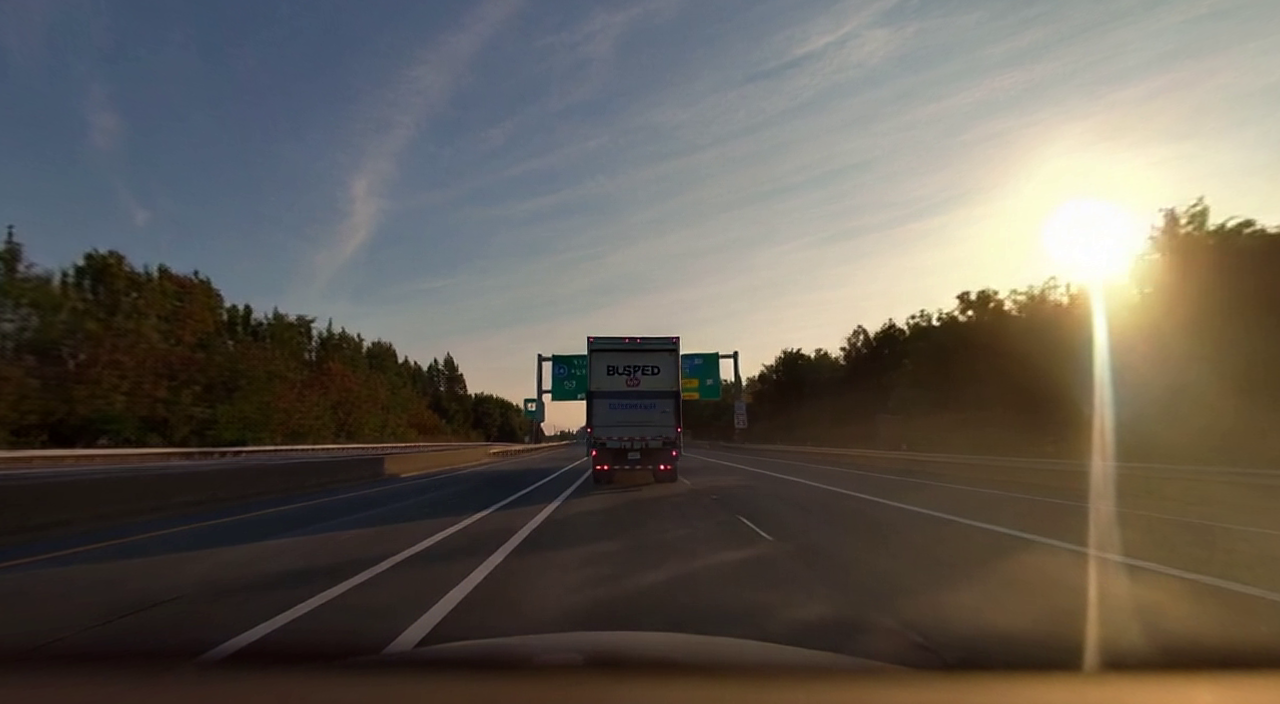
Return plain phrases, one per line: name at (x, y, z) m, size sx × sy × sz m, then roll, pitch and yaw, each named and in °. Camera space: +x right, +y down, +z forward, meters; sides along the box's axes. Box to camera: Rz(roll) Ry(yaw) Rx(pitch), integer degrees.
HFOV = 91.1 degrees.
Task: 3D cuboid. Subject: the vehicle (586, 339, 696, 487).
vehicle at (-0.114, 2.180, 21.036) m, size 2.870 × 3.911 × 8.697 m, roll 0°, pitch -8°, yaw -2°
